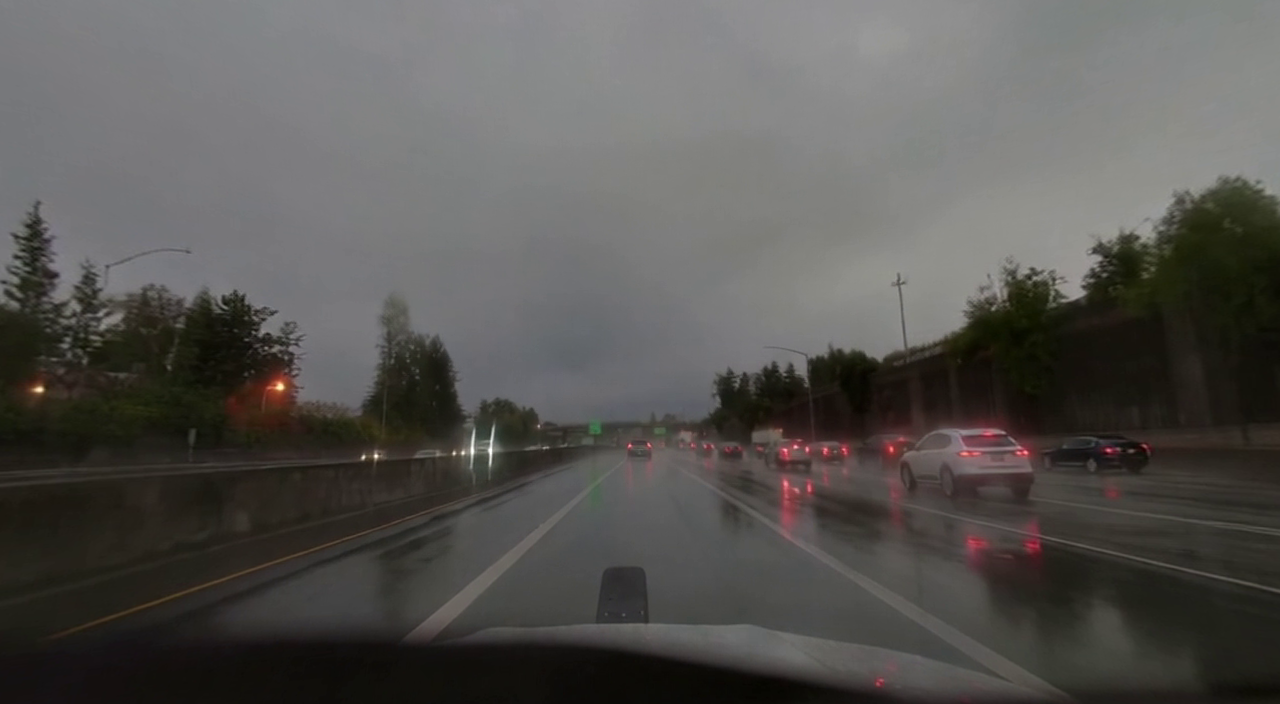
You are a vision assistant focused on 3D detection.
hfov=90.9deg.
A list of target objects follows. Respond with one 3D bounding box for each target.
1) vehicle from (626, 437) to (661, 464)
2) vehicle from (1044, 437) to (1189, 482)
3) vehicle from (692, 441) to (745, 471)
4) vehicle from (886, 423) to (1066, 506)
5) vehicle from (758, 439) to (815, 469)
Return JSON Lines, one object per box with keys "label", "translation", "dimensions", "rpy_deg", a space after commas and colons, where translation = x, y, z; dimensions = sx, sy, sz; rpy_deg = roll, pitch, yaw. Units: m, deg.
{"label": "vehicle", "translation": [0.233, 6.374, 40.795], "dimensions": [2.124, 1.639, 4.122], "rpy_deg": [0, -8, 0]}
{"label": "vehicle", "translation": [17.163, 3.873, 23.062], "dimensions": [1.908, 1.468, 4.457], "rpy_deg": [0, -8, 2]}
{"label": "vehicle", "translation": [3.962, 5.328, 32.674], "dimensions": [2.118, 1.438, 4.312], "rpy_deg": [0, -8, -1]}
{"label": "vehicle", "translation": [7.842, 2.652, 15.308], "dimensions": [1.986, 1.703, 4.226], "rpy_deg": [0, -8, 0]}
{"label": "vehicle", "translation": [7.727, 5.401, 33.628], "dimensions": [1.919, 1.476, 4.303], "rpy_deg": [0, -8, -1]}
